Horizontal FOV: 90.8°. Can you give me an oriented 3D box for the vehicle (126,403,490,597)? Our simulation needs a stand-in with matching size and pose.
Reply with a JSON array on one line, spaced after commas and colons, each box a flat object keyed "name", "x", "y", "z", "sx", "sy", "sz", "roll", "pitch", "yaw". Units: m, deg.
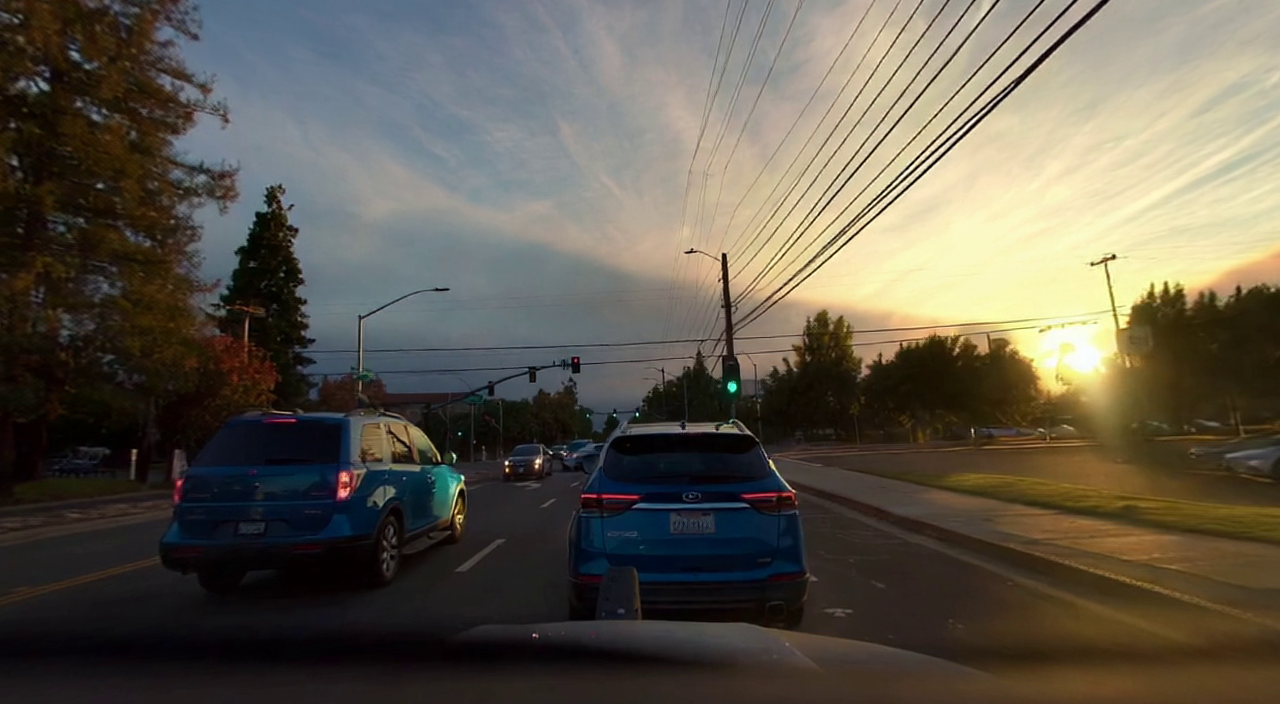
[{"name": "vehicle", "x": -3.476, "y": 1.635, "z": 7.849, "sx": 2.105, "sy": 1.706, "sz": 4.337, "roll": 0, "pitch": -8, "yaw": 0}]

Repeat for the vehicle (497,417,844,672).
[{"name": "vehicle", "x": 0.119, "y": 1.438, "z": 5.820, "sx": 2.056, "sy": 1.487, "sz": 4.003, "roll": 0, "pitch": -9, "yaw": -2}]

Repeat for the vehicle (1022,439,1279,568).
[{"name": "vehicle", "x": 8.374, "y": 2.137, "z": 9.803, "sx": 1.993, "sy": 1.508, "sz": 4.521, "roll": 0, "pitch": -9, "yaw": -1}]
